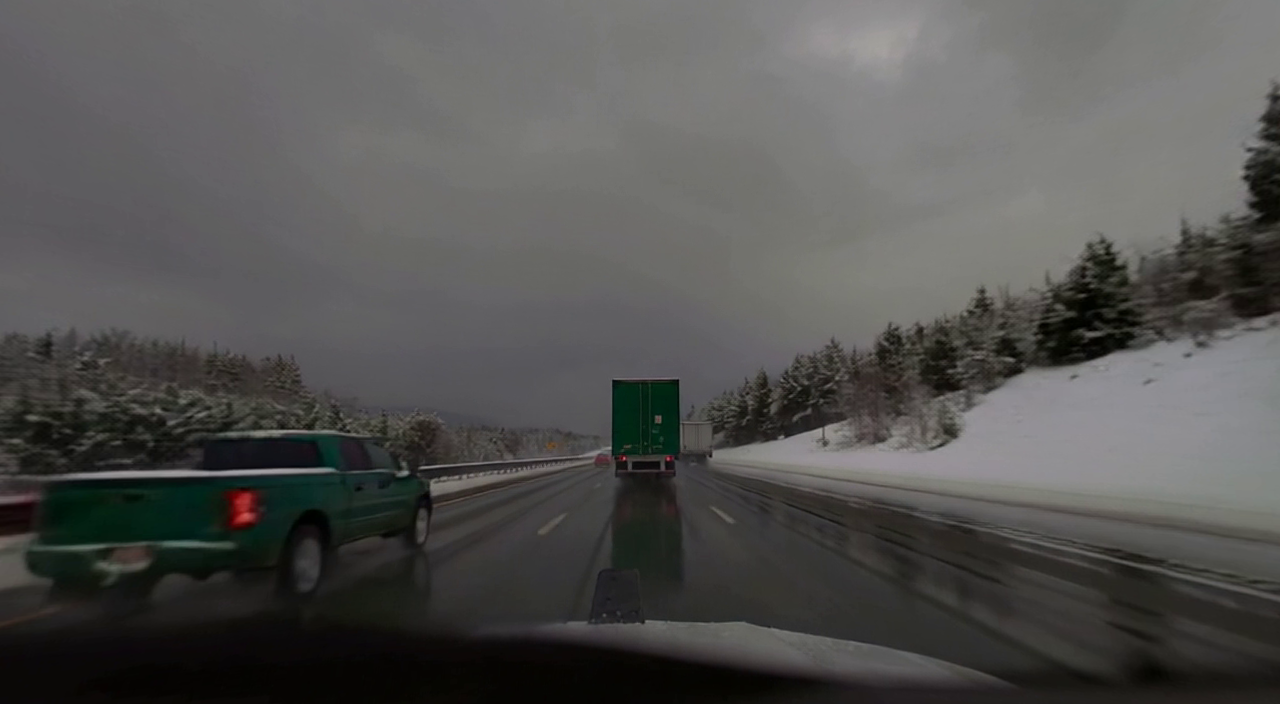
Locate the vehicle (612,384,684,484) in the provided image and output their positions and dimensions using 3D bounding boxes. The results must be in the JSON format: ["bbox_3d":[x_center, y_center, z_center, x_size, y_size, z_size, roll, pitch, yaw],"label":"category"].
[{"bbox_3d":[0.349,4.199,31.336,2.932,4.042,11.054,0,-9,0],"label":"vehicle"}]

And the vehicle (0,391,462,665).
[{"bbox_3d":[-3.473,1.416,6.121,2.173,1.657,4.401,0,-9,0],"label":"vehicle"}]
